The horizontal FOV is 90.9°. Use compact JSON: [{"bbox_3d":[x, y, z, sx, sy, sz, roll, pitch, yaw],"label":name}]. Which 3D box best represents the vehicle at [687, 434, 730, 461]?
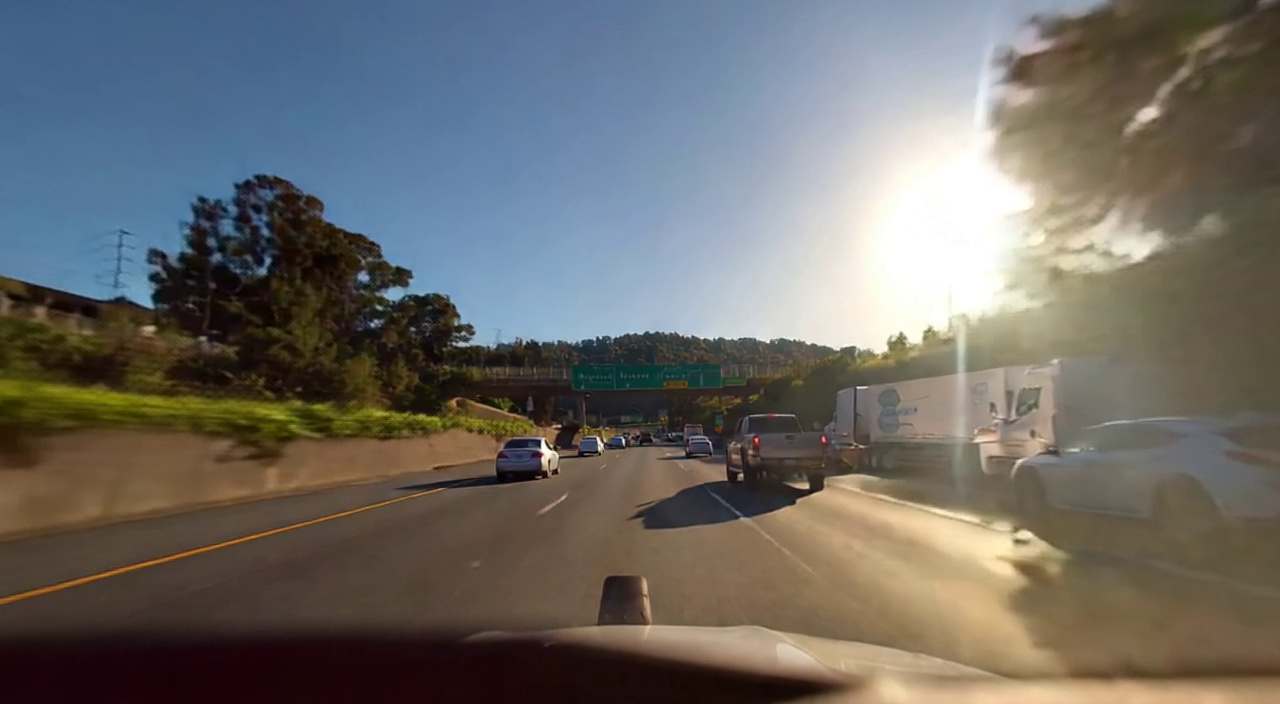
[{"bbox_3d":[3.879,5.494,36.440,1.953,1.480,4.053,0,-8,-1],"label":"vehicle"}]

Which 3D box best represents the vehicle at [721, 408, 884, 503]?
[{"bbox_3d":[3.667,2.512,15.680,2.517,1.935,5.552,0,-8,-1],"label":"vehicle"}]

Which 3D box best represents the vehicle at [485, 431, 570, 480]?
[{"bbox_3d":[-3.591,3.404,20.986,1.978,1.473,4.073,0,-8,1],"label":"vehicle"}]

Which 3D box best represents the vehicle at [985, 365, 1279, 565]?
[{"bbox_3d":[7.502,1.469,8.661,2.291,1.968,5.662,0,-8,0],"label":"vehicle"}]

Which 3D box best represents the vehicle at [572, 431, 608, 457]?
[{"bbox_3d":[-3.361,6.285,43.038,2.020,1.628,4.248,0,-8,1],"label":"vehicle"}]
